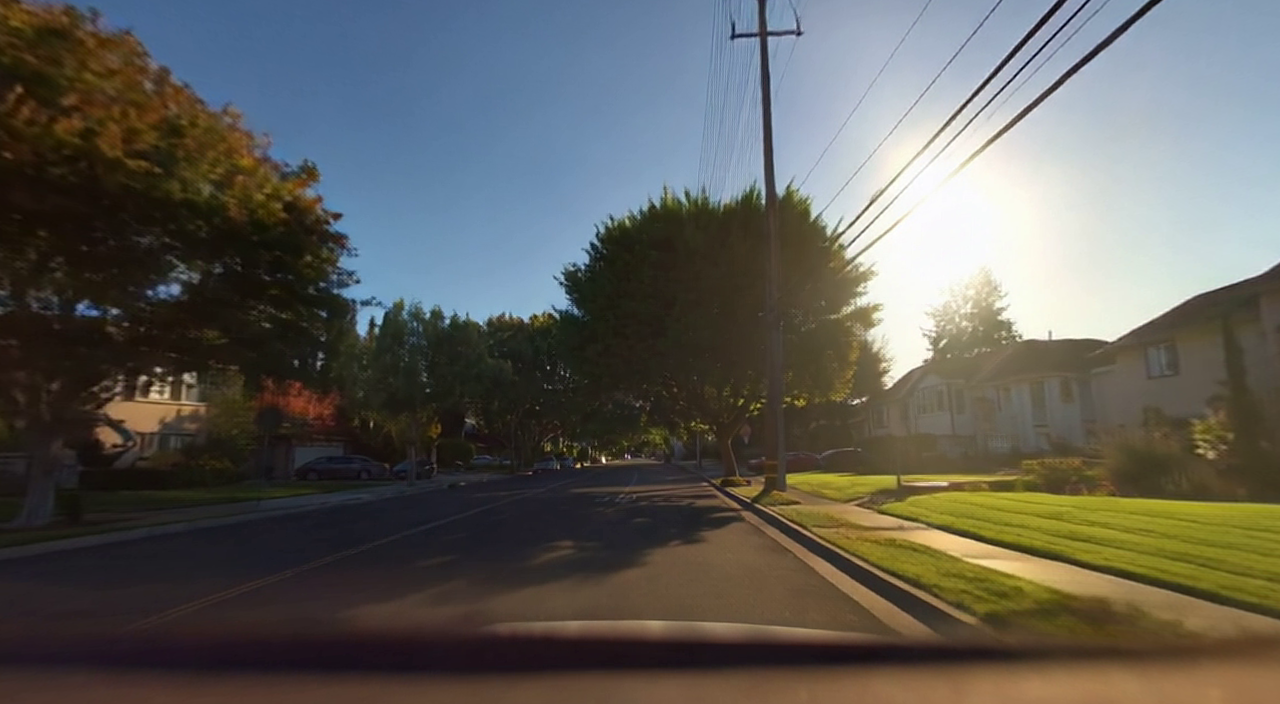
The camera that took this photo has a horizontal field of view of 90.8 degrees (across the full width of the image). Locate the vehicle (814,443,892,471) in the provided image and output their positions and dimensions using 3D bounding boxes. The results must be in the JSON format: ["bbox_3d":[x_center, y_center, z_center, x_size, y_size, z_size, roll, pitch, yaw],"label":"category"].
[{"bbox_3d":[13.009,6.428,38.769,4.122,1.610,1.888,0,-8,2],"label":"vehicle"}]

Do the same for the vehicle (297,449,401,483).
[{"bbox_3d":[-15.180,5.935,33.085,4.500,1.714,1.924,-1,-8,7],"label":"vehicle"}]

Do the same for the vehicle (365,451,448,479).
[{"bbox_3d":[-14.267,6.898,38.718,4.260,1.588,1.927,-1,-8,6],"label":"vehicle"}]

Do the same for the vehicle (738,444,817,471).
[{"bbox_3d":[9.354,7.234,43.349,4.952,1.775,2.089,0,-8,1],"label":"vehicle"}]
